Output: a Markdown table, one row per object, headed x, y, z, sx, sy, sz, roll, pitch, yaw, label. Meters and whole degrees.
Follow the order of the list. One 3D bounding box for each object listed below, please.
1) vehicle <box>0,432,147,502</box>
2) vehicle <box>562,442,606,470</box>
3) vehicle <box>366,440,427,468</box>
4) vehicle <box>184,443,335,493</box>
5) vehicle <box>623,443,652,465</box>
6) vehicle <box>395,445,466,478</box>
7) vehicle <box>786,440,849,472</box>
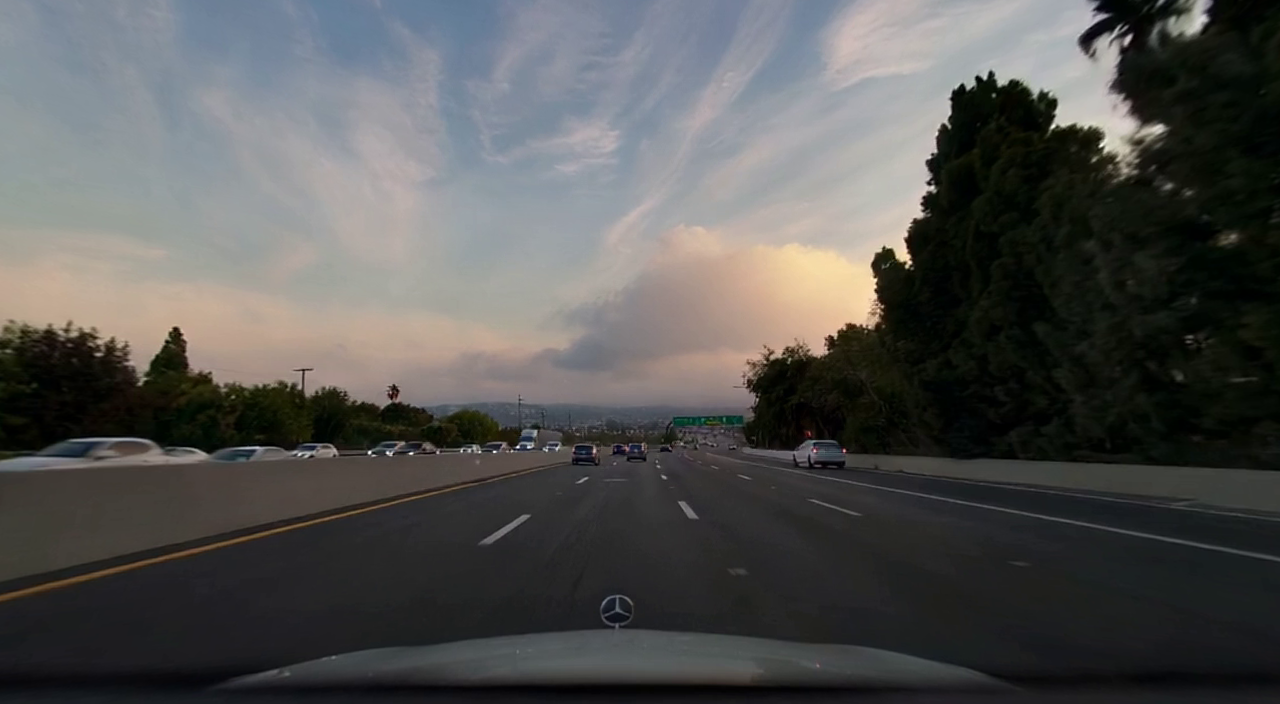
| x | y | z | sx | sy | sz | roll | pitch | yaw | label |
| --- | --- | --- | --- | --- | --- | --- | --- | --- | --- |
| -16.188 | 3.016 | 16.906 | 2.142 | 1.658 | 4.662 | 0 | -9 | 1 | vehicle |
| -3.332 | 6.258 | 38.256 | 2.154 | 1.530 | 4.519 | 0 | -8 | 1 | vehicle |
| -15.815 | 6.636 | 41.345 | 2.053 | 1.706 | 4.602 | 0 | -8 | 1 | vehicle |
| -12.575 | 3.832 | 21.332 | 2.127 | 1.458 | 4.751 | 0 | -8 | 0 | vehicle |
| -0.135 | 7.349 | 45.719 | 1.977 | 1.513 | 3.546 | 0 | -8 | 1 | vehicle |
| -9.740 | 5.104 | 29.748 | 1.841 | 1.443 | 4.390 | 0 | -8 | 1 | vehicle |
| 9.983 | 5.873 | 35.925 | 2.130 | 1.703 | 4.572 | 0 | -9 | -1 | vehicle |
